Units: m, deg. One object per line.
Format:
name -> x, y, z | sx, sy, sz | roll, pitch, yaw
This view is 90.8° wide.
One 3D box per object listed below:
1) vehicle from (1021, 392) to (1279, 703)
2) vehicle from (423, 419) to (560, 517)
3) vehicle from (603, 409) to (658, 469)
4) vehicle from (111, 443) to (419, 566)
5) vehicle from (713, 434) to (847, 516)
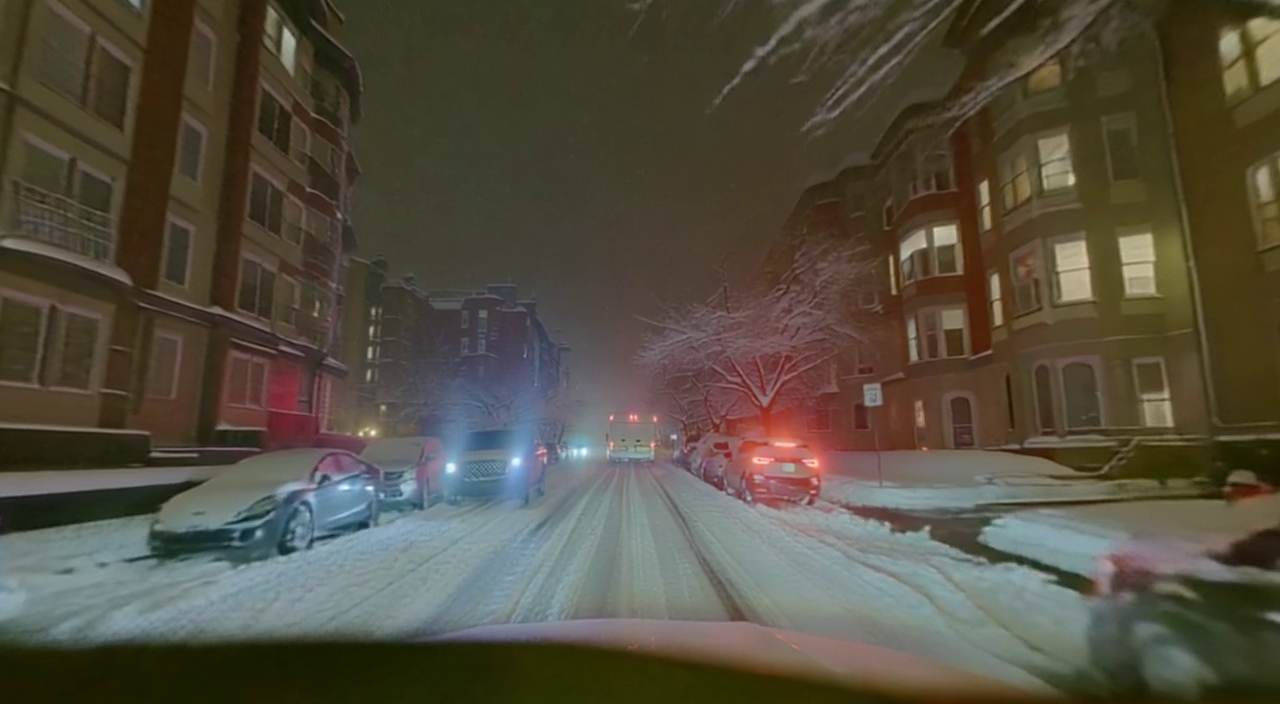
vehicle -> 3.290, 0.812, 1.173 | 2.155, 1.553, 4.738 | 3, -9, -1
vehicle -> -3.068, 2.486, 14.045 | 2.029, 1.802, 4.229 | 0, -8, 0
vehicle -> -0.624, 4.971, 35.841 | 2.754, 3.008, 7.730 | 0, -8, -2
vehicle -> -5.379, 2.191, 10.043 | 2.047, 1.471, 4.647 | 0, -8, 0
vehicle -> 3.172, 2.862, 15.299 | 2.035, 1.549, 4.373 | 4, -8, -3
